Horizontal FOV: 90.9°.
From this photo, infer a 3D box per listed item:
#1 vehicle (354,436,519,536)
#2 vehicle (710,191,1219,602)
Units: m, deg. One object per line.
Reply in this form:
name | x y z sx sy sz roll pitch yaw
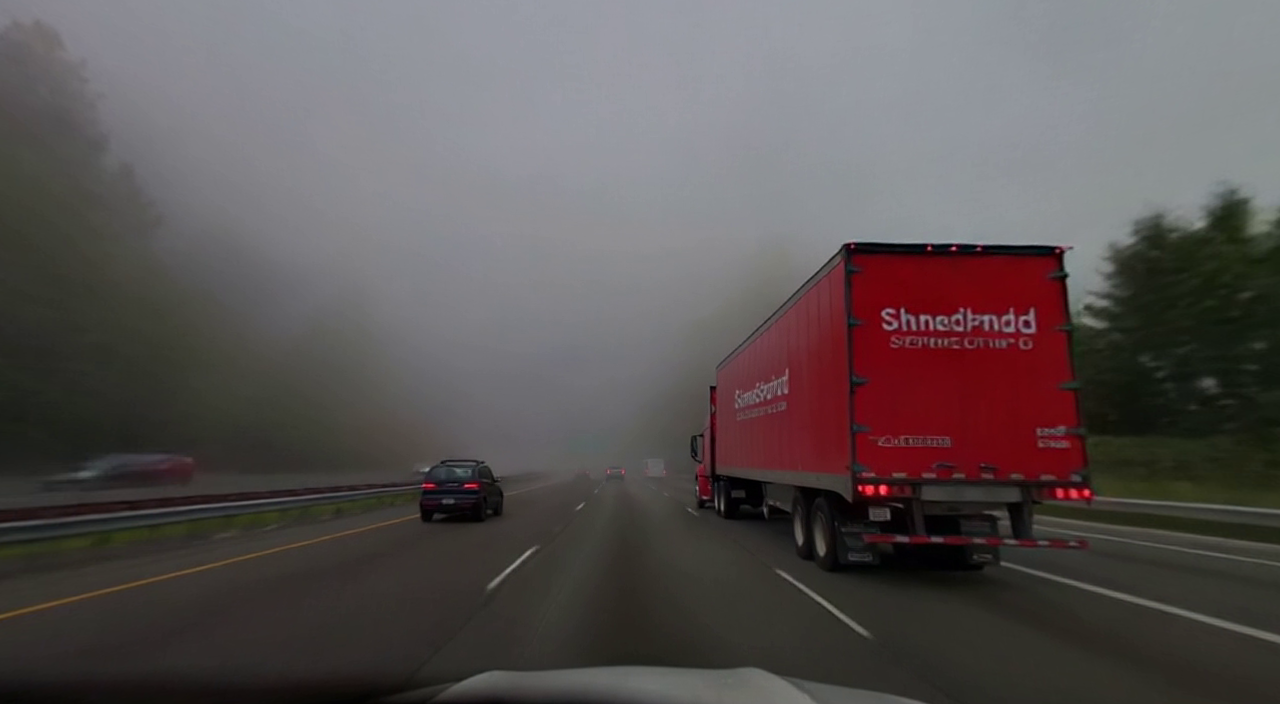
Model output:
vehicle | -4.122 2.849 13.748 2.070 1.775 4.646 1 -10 -1
vehicle | 4.037 1.614 13.475 2.992 4.300 13.967 1 -10 -2
